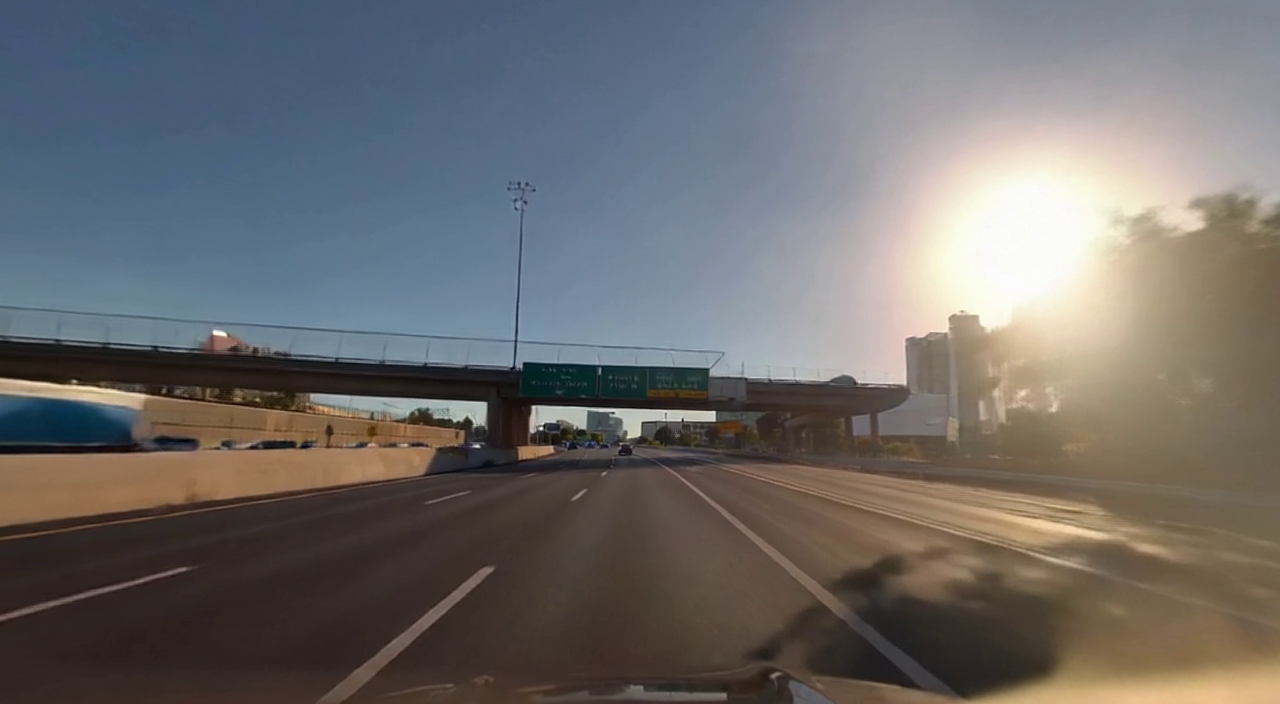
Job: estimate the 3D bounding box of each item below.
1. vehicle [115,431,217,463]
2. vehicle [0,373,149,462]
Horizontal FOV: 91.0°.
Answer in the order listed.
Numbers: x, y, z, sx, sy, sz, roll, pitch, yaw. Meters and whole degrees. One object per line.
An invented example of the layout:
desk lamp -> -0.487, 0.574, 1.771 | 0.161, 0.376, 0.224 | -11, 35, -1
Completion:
vehicle -> -26.569, 5.355, 35.577 | 1.977, 1.692, 4.807 | 1, -8, 0
vehicle -> -26.550, 2.706, 25.706 | 3.068, 3.410, 12.339 | 1, -8, 0
